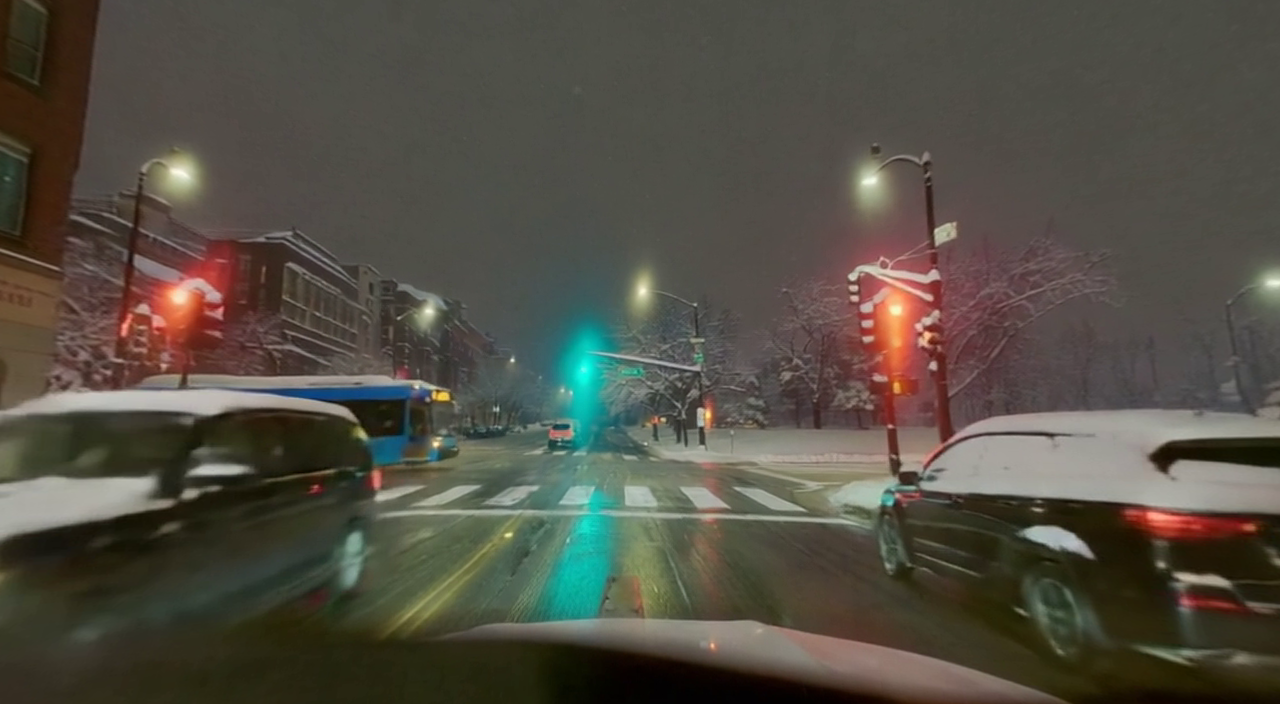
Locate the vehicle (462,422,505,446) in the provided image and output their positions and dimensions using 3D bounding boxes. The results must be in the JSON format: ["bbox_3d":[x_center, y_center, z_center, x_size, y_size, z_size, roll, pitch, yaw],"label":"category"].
[{"bbox_3d":[-10.941,5.788,44.363,2.084,1.524,4.098,1,-8,-2],"label":"vehicle"}]

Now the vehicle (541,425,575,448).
[{"bbox_3d":[-5.555,5.818,43.203,1.799,1.468,3.693,0,-8,1],"label":"vehicle"}]

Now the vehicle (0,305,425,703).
[{"bbox_3d":[-3.352,1.062,4.540,2.148,1.818,4.791,0,-8,-3],"label":"vehicle"}]

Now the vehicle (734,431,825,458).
[{"bbox_3d":[7.429,4.966,33.860,4.451,1.422,1.744,0,-8,0],"label":"vehicle"}]

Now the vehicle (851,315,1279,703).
[{"bbox_3d":[3.506,1.135,5.012,2.052,1.929,4.747,0,-8,1],"label":"vehicle"}]
